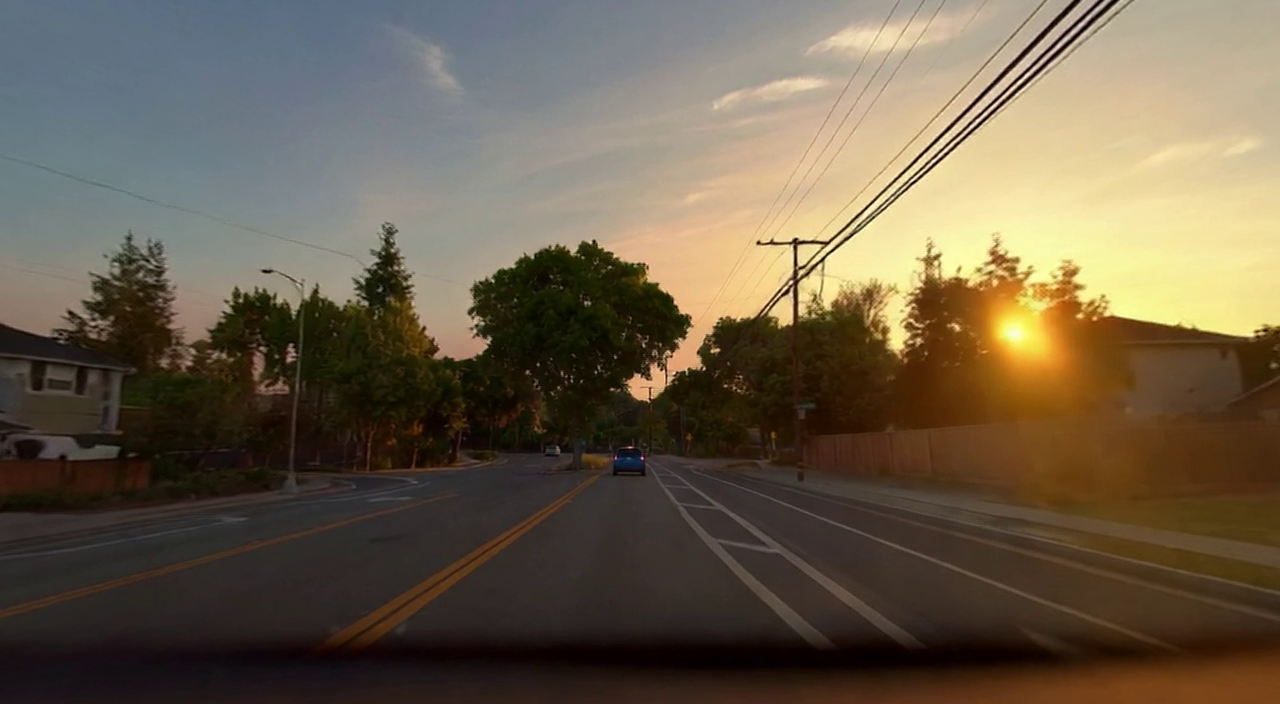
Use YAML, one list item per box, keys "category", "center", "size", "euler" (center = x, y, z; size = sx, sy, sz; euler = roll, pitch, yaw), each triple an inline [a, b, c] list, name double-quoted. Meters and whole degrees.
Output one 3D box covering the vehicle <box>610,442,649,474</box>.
- category: "vehicle"
  center: [-0.581, 6.077, 36.393]
  size: [2.139, 1.699, 3.916]
  euler: [0, -9, -1]
